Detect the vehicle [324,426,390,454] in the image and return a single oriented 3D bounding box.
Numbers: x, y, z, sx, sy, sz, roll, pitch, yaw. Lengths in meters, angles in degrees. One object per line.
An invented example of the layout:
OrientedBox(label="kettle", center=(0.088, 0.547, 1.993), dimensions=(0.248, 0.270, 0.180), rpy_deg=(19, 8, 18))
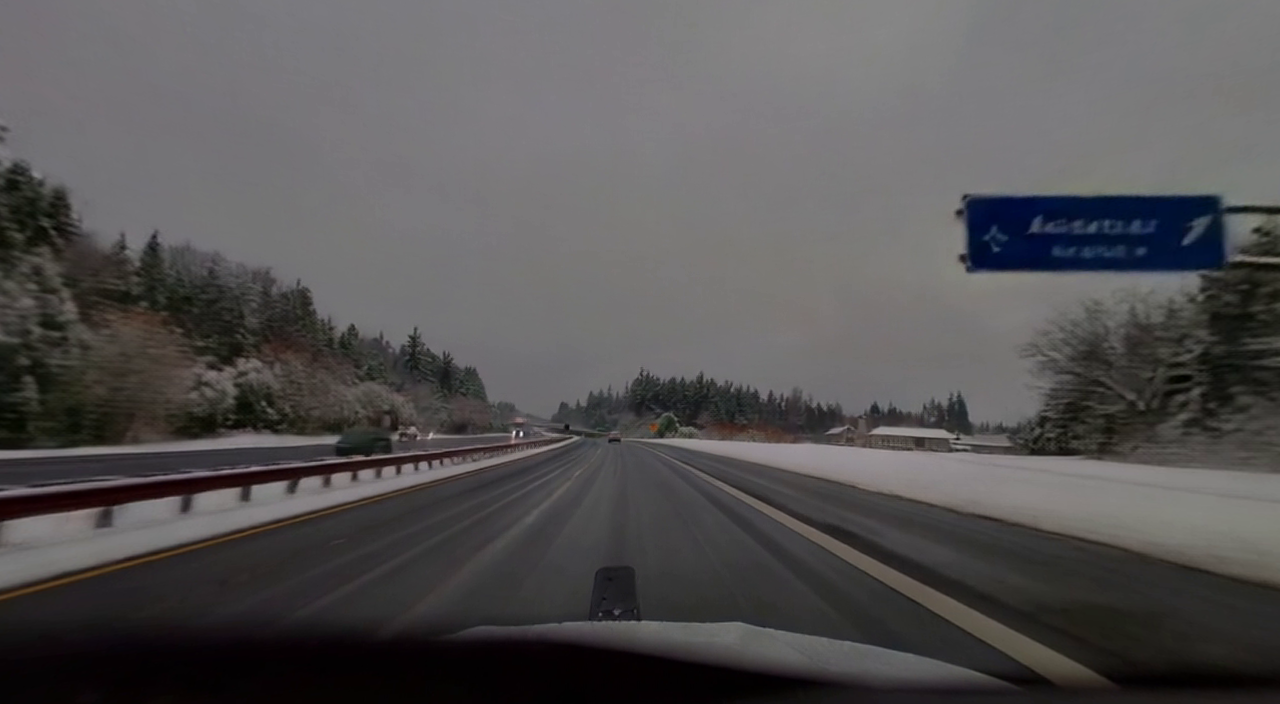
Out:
OrientedBox(label="vehicle", center=(-16.994, 5.296, 38.171), dimensions=(1.909, 1.545, 4.791), rpy_deg=(0, -7, -2))
